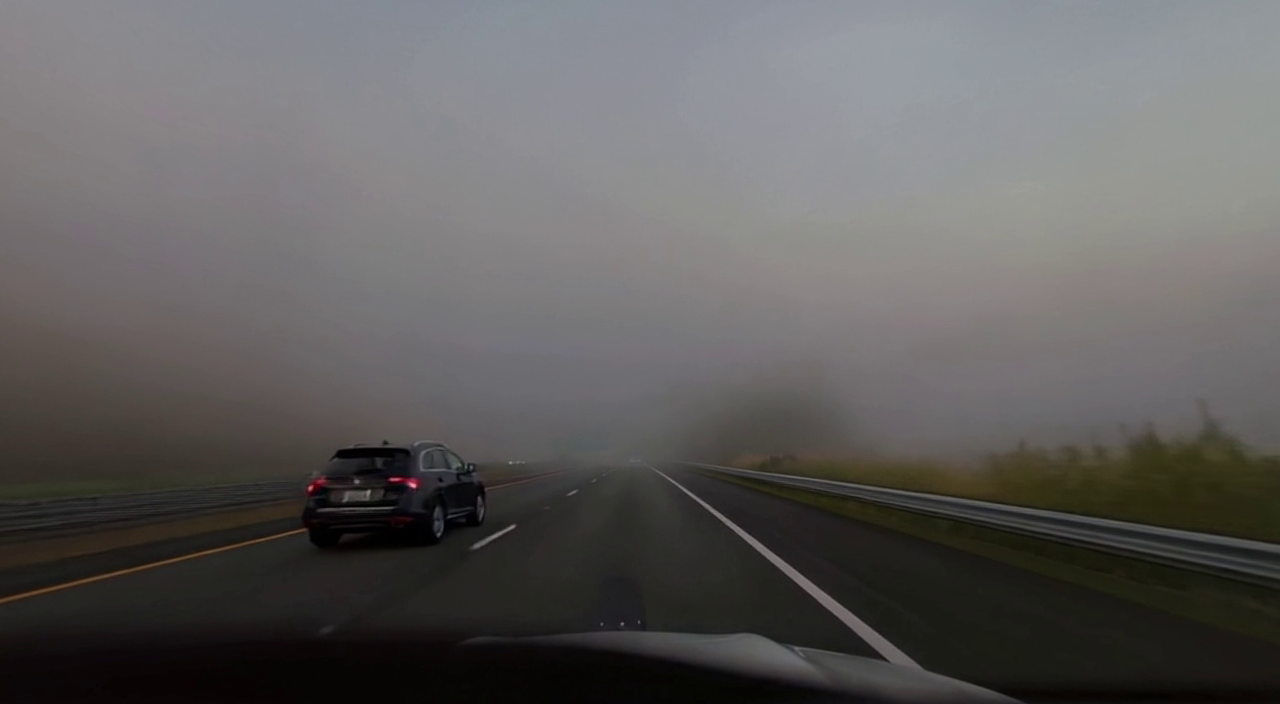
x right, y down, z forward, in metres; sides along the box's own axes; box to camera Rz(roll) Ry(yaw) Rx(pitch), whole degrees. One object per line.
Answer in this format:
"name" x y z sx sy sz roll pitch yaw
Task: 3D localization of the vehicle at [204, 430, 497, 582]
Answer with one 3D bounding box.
"vehicle" -3.780 2.083 9.397 2.135 1.686 4.517 0 -9 1
